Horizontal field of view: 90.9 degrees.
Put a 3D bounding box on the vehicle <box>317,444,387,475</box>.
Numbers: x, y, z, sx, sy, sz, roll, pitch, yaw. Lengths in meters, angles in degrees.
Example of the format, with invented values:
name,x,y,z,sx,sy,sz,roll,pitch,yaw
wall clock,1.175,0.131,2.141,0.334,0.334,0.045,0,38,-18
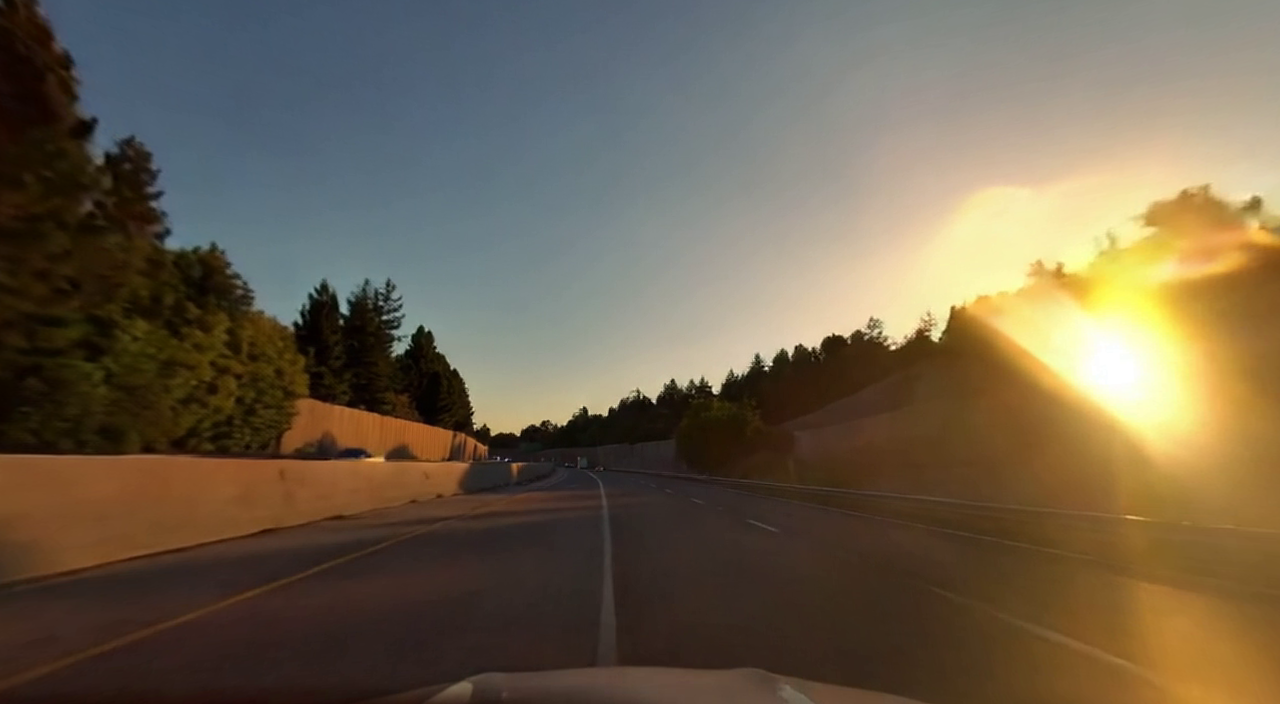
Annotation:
name,x,y,z,sx,sy,sz,roll,pitch,yaw
vehicle,-15.385,5.815,33.909,1.880,1.501,4.131,2,-10,-2
